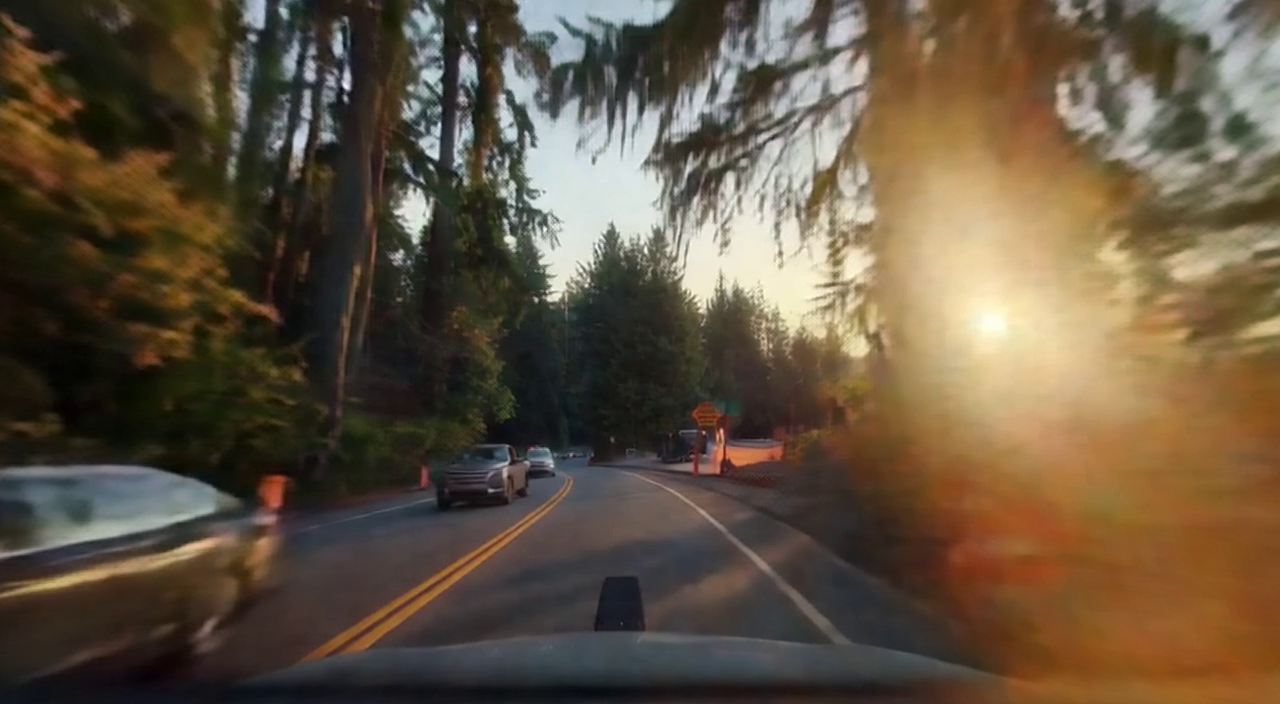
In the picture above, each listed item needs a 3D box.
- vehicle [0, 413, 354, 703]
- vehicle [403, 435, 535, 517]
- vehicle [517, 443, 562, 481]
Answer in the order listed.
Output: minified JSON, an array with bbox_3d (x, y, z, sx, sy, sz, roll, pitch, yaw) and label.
[{"bbox_3d":[-3.079,0.980,2.413,2.032,1.444,4.164,0,-8,0],"label":"vehicle"},{"bbox_3d":[-4.036,3.000,15.904,2.177,1.721,4.794,1,-8,-3],"label":"vehicle"},{"bbox_3d":[-5.060,5.573,32.392,2.057,1.792,4.457,1,-9,-7],"label":"vehicle"}]
